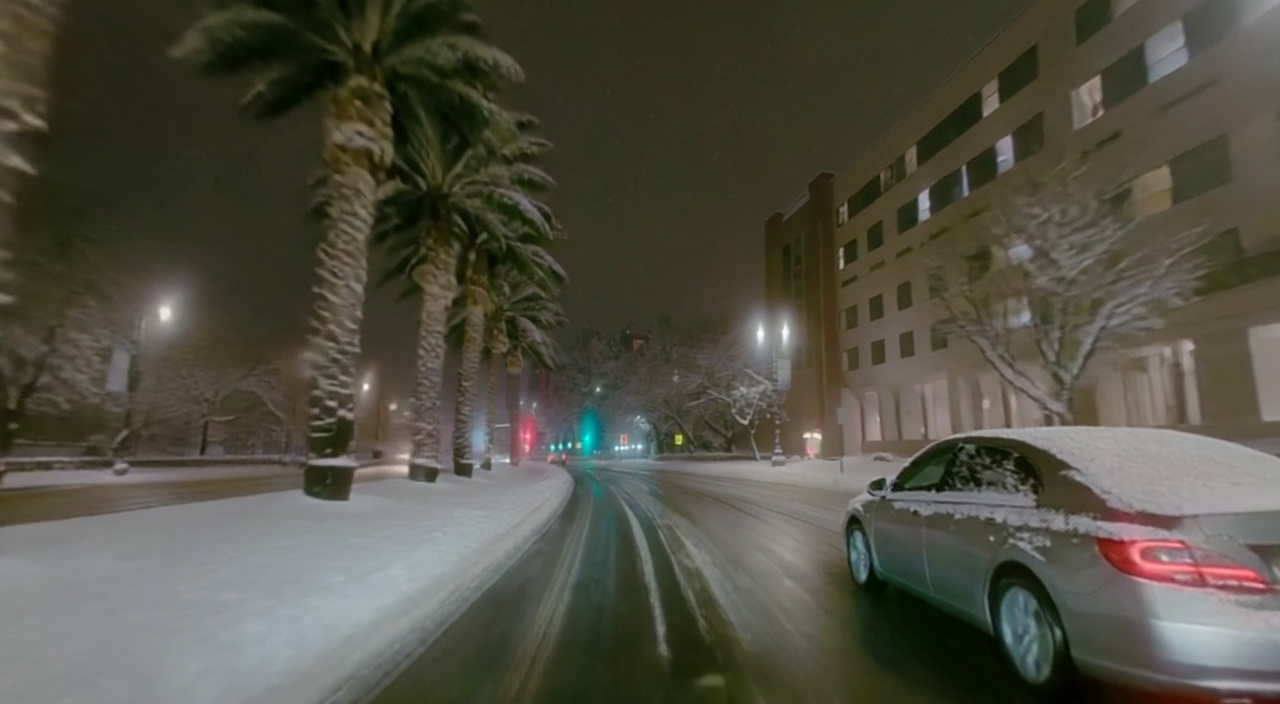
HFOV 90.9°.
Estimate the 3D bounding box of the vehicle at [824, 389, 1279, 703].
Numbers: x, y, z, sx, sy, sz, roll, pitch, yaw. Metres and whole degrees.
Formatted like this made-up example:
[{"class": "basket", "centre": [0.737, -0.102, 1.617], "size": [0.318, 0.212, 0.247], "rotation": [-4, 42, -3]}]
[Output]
[{"class": "vehicle", "centre": [2.985, 1.242, 4.647], "size": [1.867, 1.554, 4.301], "rotation": [0, -9, -1]}]
